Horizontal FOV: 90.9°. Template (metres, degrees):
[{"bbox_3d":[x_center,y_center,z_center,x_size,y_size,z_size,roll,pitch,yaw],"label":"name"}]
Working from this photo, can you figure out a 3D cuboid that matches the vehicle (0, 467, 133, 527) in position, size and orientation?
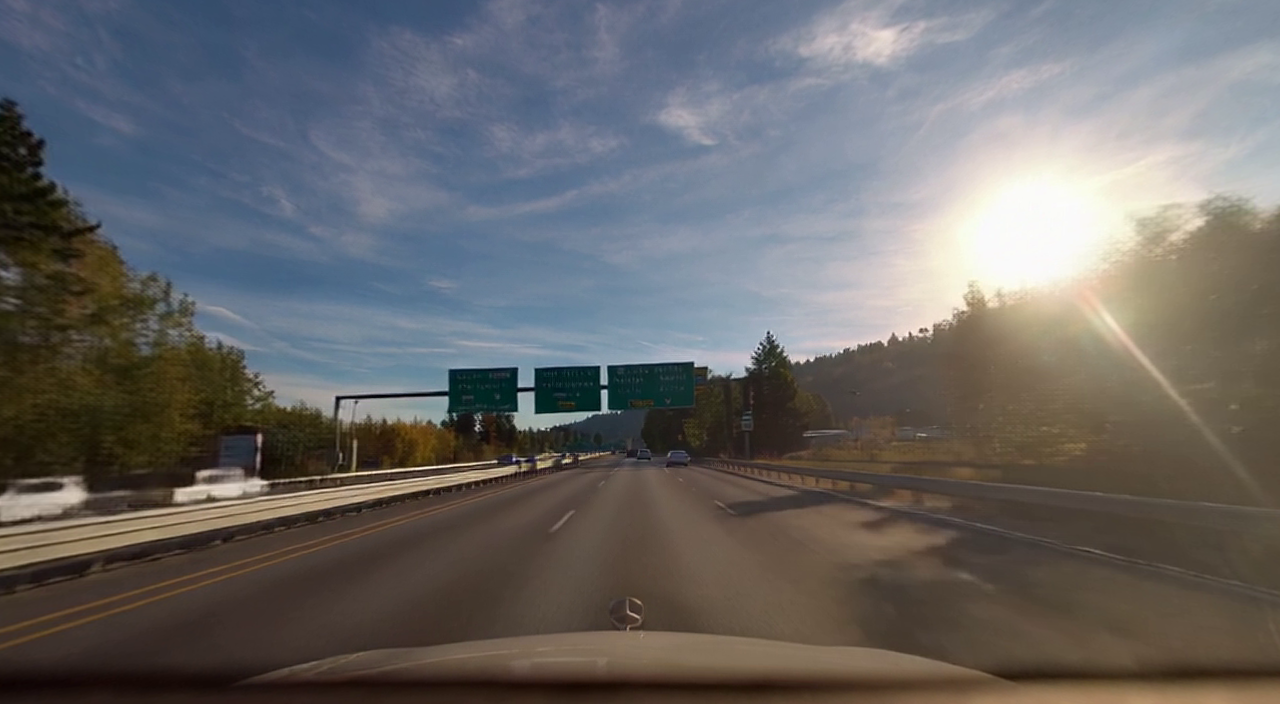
[{"bbox_3d":[-18.213,4.293,19.075,1.965,1.483,4.594,0,-9,-1],"label":"vehicle"}]

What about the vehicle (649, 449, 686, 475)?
[{"bbox_3d":[1.591,6.516,37.558,2.036,1.457,3.471,0,-9,0],"label":"vehicle"}]

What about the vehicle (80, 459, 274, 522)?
[{"bbox_3d":[-12.826,3.827,17.954,2.100,1.447,4.656,0,-9,-2],"label":"vehicle"}]
